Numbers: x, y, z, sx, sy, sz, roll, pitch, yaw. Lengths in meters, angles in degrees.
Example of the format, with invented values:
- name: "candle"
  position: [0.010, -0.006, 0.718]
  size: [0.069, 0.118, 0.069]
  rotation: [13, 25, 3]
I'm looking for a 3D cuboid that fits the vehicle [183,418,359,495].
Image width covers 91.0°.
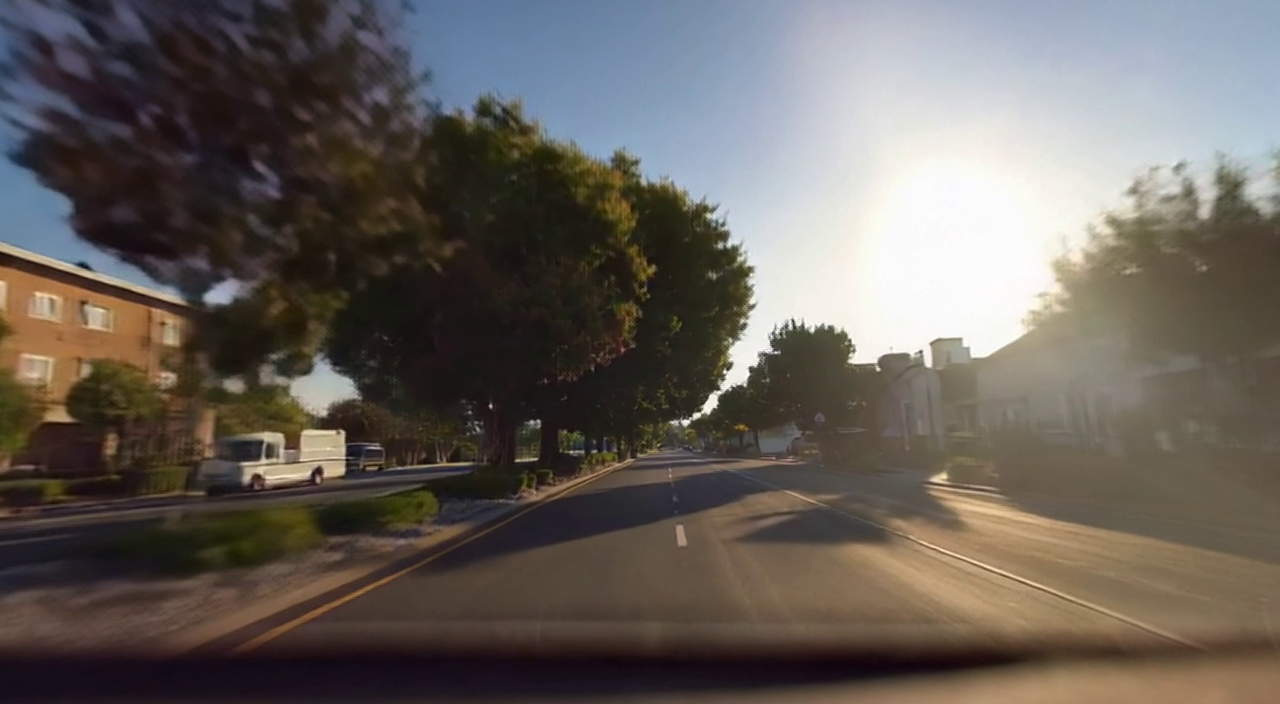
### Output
- name: "vehicle"
  position: [-19.027, 5.481, 33.637]
  size: [2.898, 3.487, 9.955]
  rotation: [0, -9, 3]
